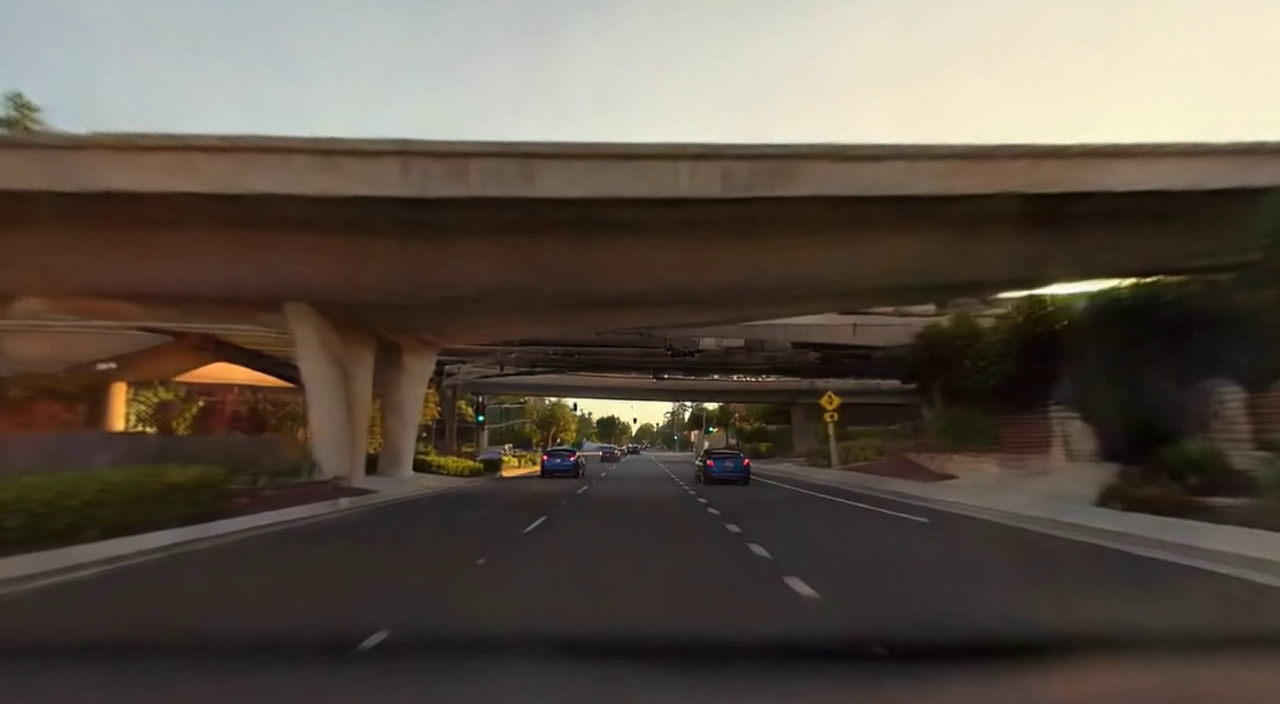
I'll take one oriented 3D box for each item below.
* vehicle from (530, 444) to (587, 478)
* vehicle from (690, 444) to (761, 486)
[{"bbox_3d":[-3.750,5.110,29.963,2.060,1.484,4.417,0,-8,1],"label":"vehicle"},{"bbox_3d":[3.196,4.326,24.567,2.068,1.497,4.247,0,-8,-1],"label":"vehicle"}]
